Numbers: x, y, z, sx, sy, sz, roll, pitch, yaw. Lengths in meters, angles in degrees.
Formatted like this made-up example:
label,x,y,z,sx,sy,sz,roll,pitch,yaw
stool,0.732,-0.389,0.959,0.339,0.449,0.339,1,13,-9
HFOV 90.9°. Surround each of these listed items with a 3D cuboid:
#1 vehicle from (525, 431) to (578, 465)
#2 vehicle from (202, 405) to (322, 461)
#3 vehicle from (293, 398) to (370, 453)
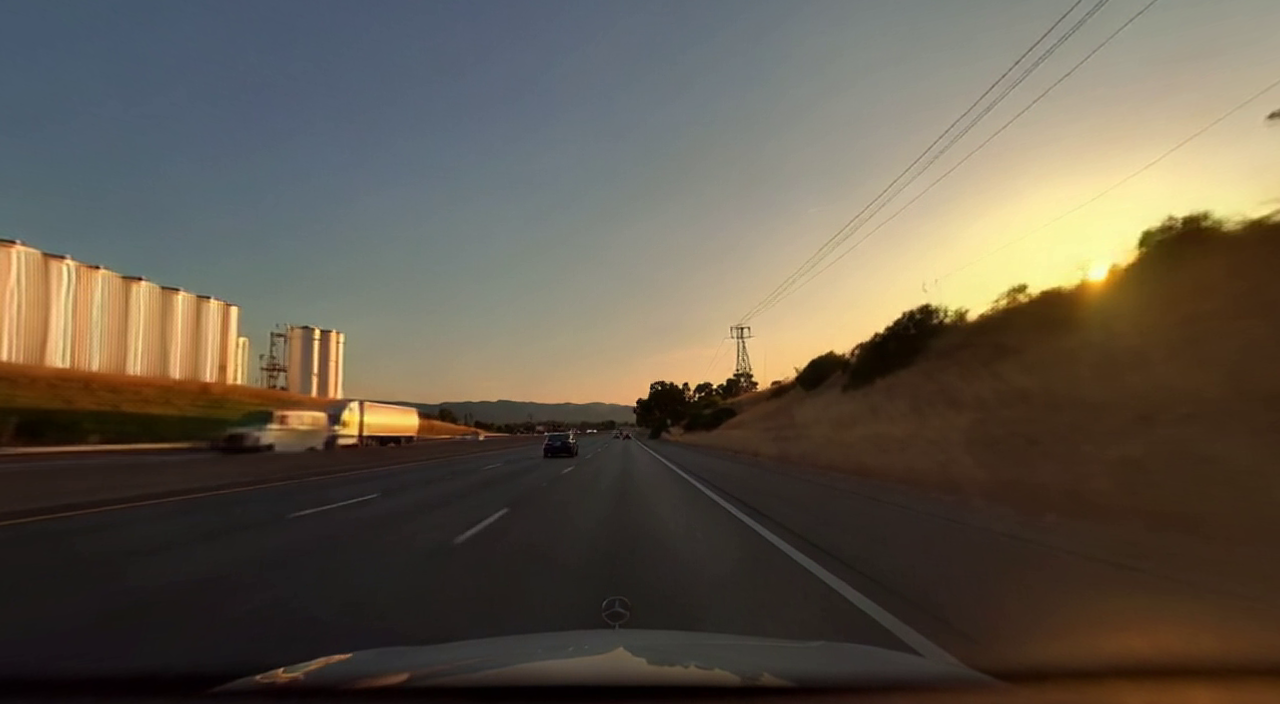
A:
label,x,y,z,sx,sy,sz,roll,pitch,yaw
vehicle,-4.048,4.418,29.312,1.952,1.462,3.969,0,-8,-1
vehicle,-20.055,4.386,33.978,2.315,2.691,6.787,0,-8,-1
vehicle,-23.925,5.765,49.259,2.974,4.004,5.936,0,-8,-1
